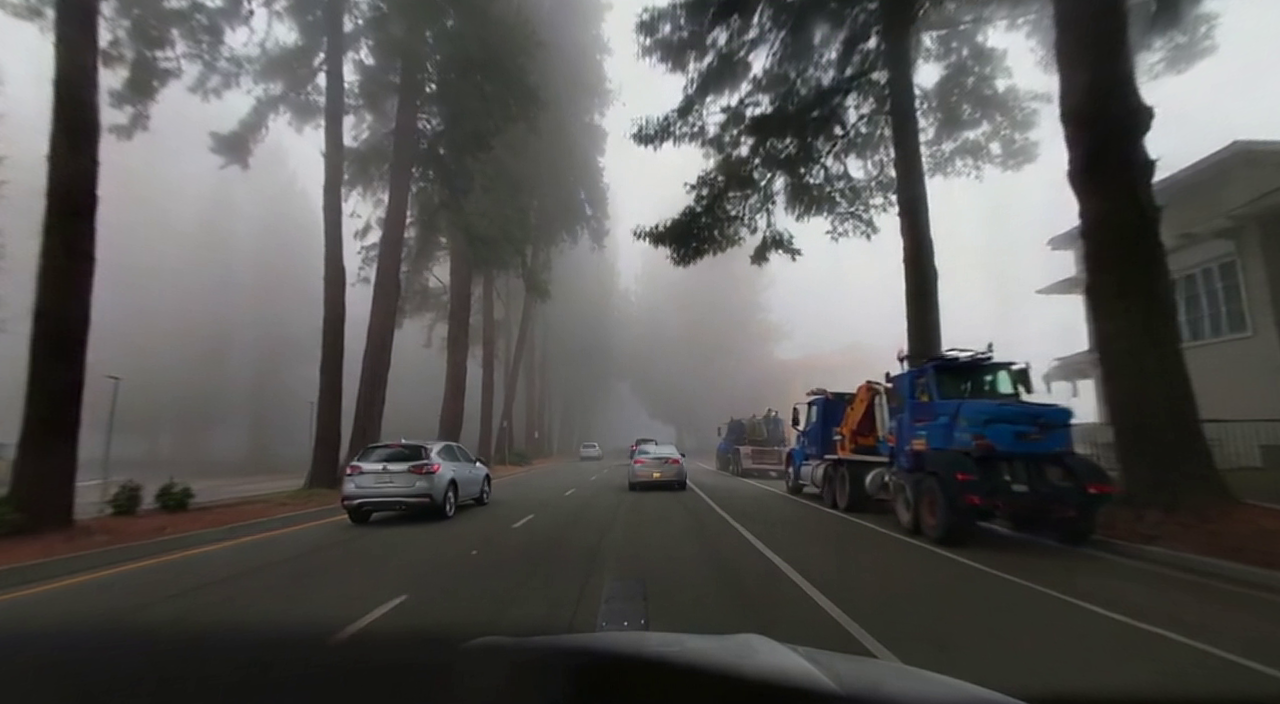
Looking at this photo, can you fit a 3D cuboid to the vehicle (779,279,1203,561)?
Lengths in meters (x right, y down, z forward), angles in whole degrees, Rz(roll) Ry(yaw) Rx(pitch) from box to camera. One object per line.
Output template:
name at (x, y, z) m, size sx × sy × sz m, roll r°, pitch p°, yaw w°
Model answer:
vehicle at (5.633, 1.602, 13.570) m, size 2.867 × 3.600 × 11.047 m, roll 0°, pitch -8°, yaw 1°

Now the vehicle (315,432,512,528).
vehicle at (-4.083, 2.383, 12.417) m, size 2.003 × 1.507 × 4.808 m, roll 0°, pitch -8°, yaw 1°

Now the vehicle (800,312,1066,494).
vehicle at (5.674, 1.273, 13.586) m, size 2.736 × 3.078 × 5.825 m, roll 0°, pitch -8°, yaw -1°

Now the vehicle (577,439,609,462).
vehicle at (-3.530, 7.518, 48.048) m, size 2.062 × 1.641 × 4.193 m, roll 0°, pitch -8°, yaw 2°

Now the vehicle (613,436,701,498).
vehicle at (0.400, 3.026, 16.968) m, size 2.086 × 1.466 × 4.026 m, roll 0°, pitch -8°, yaw 0°

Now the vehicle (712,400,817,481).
vehicle at (5.557, 4.208, 30.023) m, size 3.089 × 3.258 × 8.841 m, roll -1°, pitch -8°, yaw 0°
